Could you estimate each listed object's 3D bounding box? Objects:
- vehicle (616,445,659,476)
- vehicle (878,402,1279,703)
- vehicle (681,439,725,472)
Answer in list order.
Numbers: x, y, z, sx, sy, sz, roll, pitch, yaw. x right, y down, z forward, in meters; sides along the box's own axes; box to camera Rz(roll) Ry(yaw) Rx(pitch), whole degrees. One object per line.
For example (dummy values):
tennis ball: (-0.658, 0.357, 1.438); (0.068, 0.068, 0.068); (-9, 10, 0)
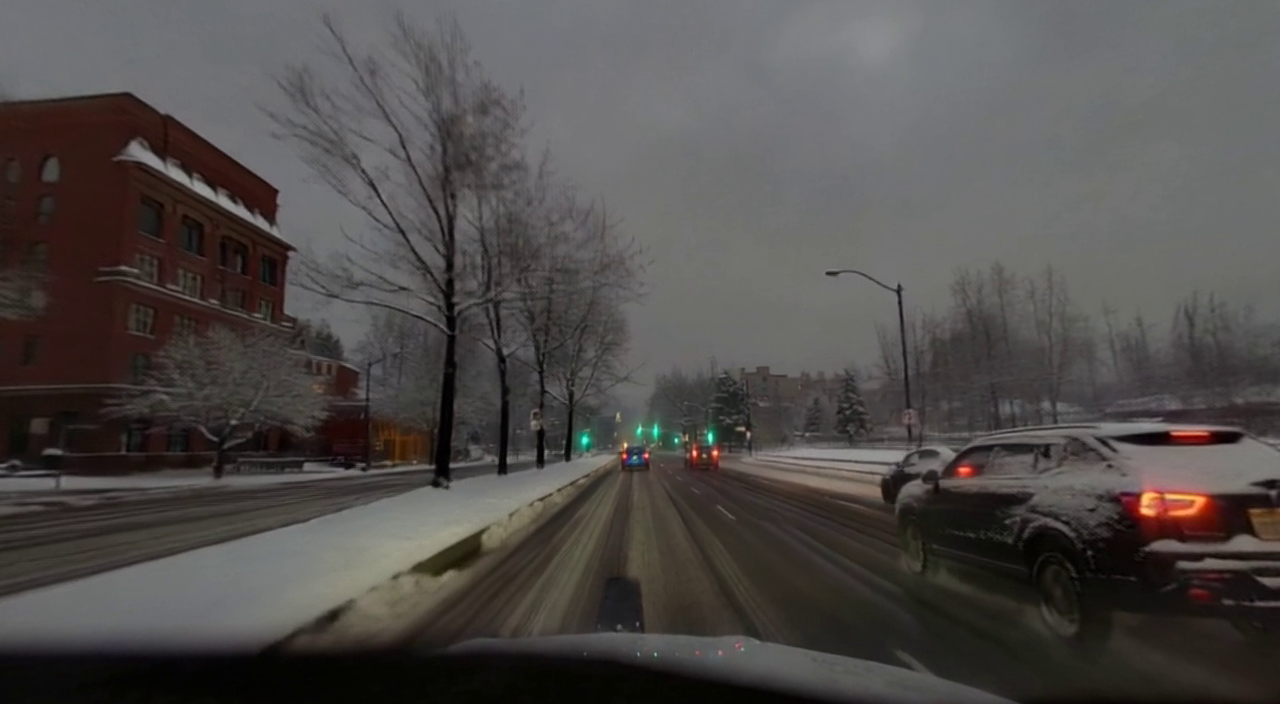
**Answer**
vehicle: (-0.162, 5.535, 32.489); (2.054, 1.446, 3.969); (0, -9, -1)
vehicle: (3.628, 1.300, 4.996); (1.937, 1.538, 3.832); (0, -9, -1)
vehicle: (3.584, 5.962, 36.539); (2.036, 1.757, 4.300); (0, -9, -1)
